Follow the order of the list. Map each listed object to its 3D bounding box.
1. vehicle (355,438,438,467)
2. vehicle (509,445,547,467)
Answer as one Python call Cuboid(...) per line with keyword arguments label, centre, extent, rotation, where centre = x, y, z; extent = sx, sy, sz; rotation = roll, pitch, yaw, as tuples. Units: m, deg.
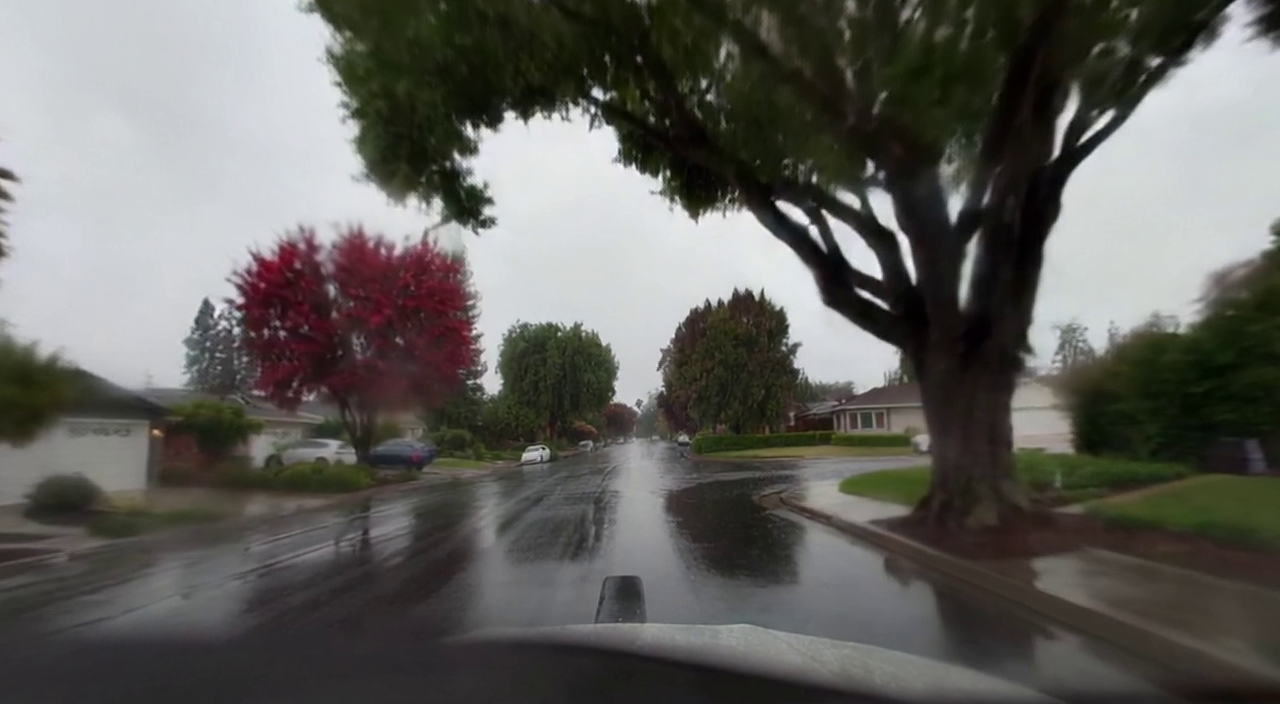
Cuboid(label="vehicle", centre=(-16.068, 6.658, 41.724), extent=(4.683, 1.849, 2.044), rotation=(1, -9, -4))
Cuboid(label="vehicle", centre=(-8.231, 7.667, 46.749), extent=(2.040, 1.525, 5.212), rotation=(0, -9, -2))
